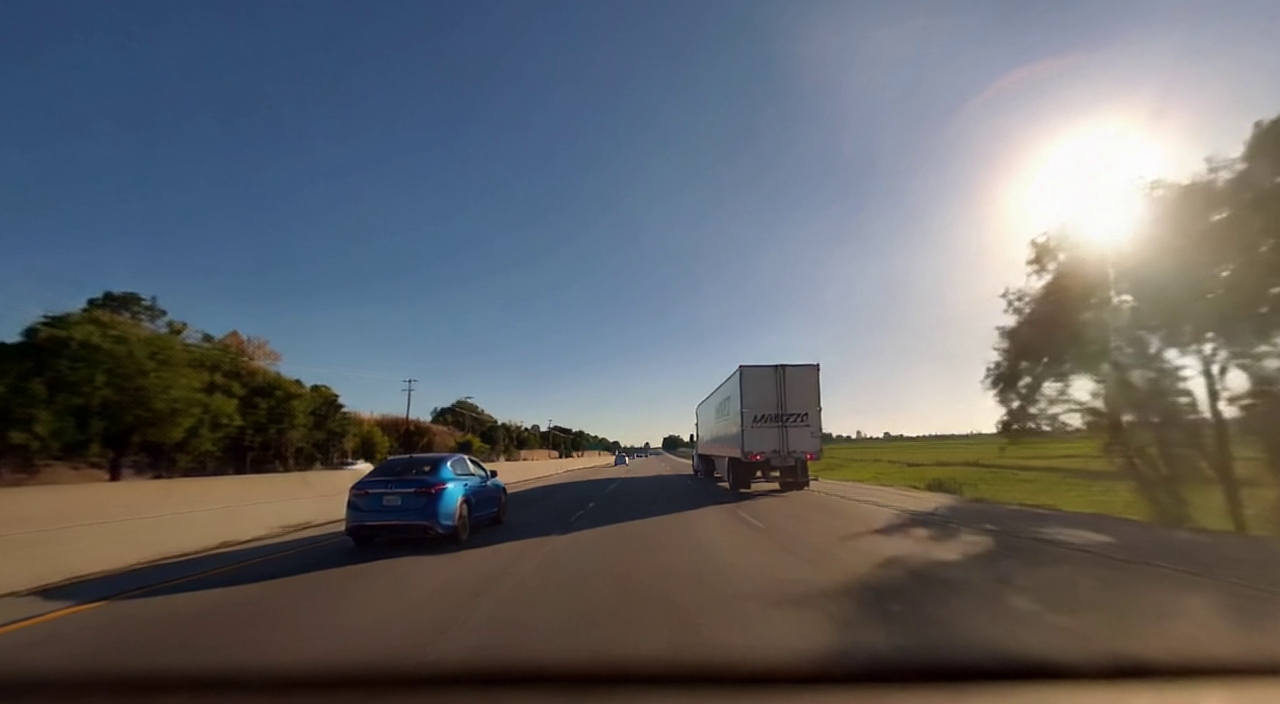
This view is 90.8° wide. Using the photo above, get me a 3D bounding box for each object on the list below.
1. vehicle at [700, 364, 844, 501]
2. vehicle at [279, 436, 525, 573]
[{"bbox_3d":[4.555,3.411,25.649,2.832,4.034,13.924,0,-9,0],"label":"vehicle"},{"bbox_3d":[-3.112,2.064,9.399,1.945,1.537,4.294,0,-9,1],"label":"vehicle"}]
